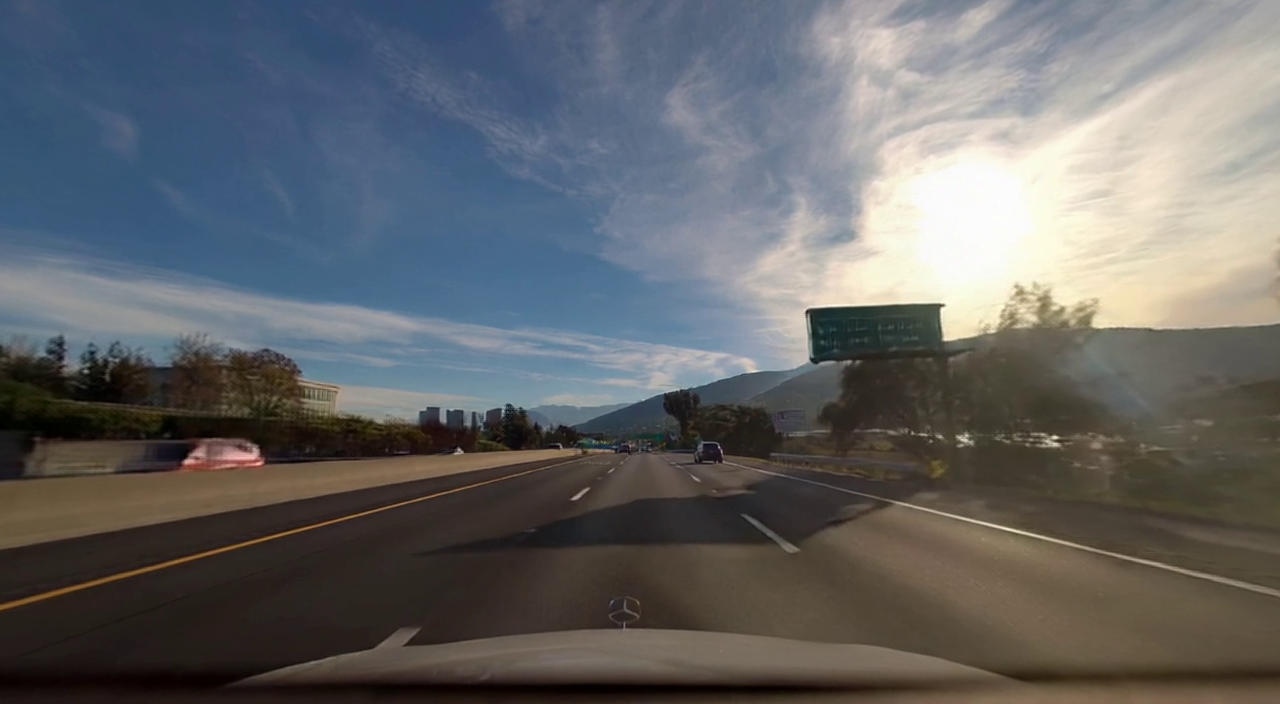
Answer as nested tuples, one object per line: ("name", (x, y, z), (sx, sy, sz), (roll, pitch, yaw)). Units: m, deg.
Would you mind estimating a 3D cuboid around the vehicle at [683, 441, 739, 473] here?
("vehicle", (3.485, 5.271, 31.893), (2.193, 1.462, 4.533), (0, -8, -1))
